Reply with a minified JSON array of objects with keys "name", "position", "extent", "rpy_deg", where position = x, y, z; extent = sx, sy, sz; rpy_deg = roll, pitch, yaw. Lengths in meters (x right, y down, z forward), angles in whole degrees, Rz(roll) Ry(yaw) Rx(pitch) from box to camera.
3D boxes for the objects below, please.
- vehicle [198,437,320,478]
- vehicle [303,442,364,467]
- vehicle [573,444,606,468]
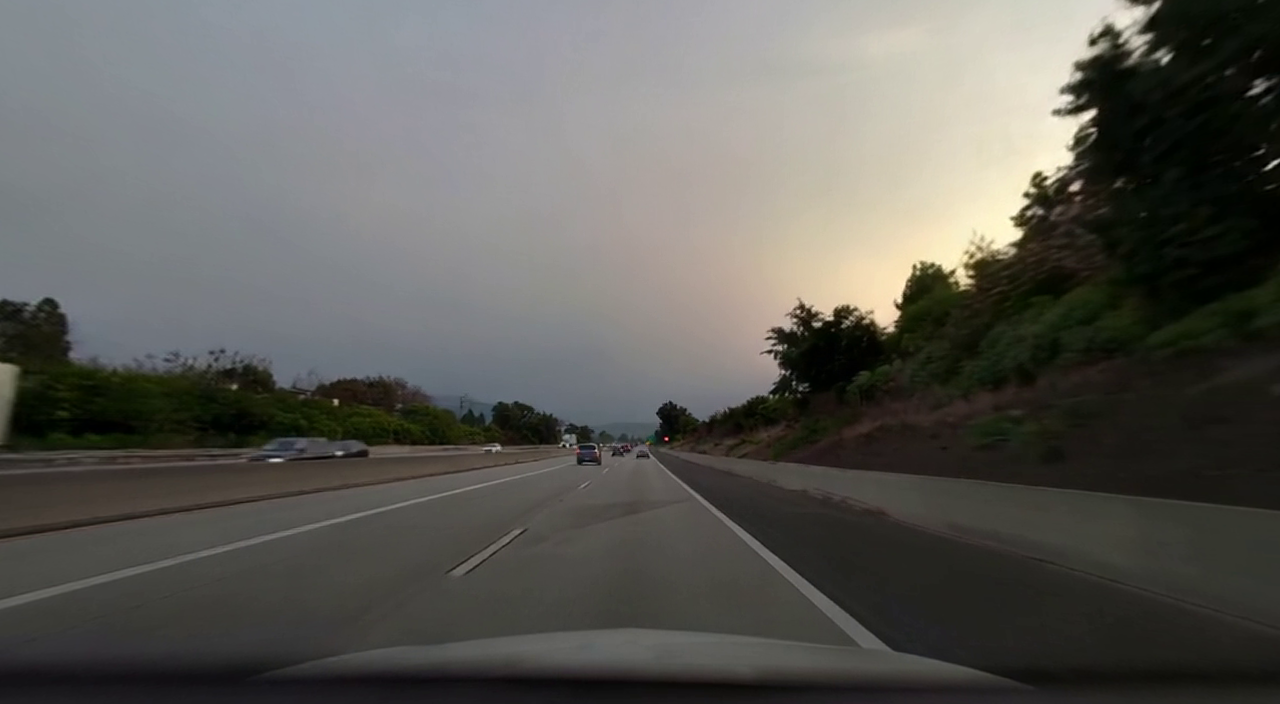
[{"name":"vehicle","position":[-15.080,4.206,25.355],"extent":[2.021,1.462,4.592],"rpy_deg":[0,-9,0]},{"name":"vehicle","position":[-18.621,6.255,38.509],"extent":[1.779,1.449,3.824],"rpy_deg":[0,-9,0]},{"name":"vehicle","position":[-3.486,7.246,44.032],"extent":[1.921,1.536,3.920],"rpy_deg":[0,-9,0]}]
